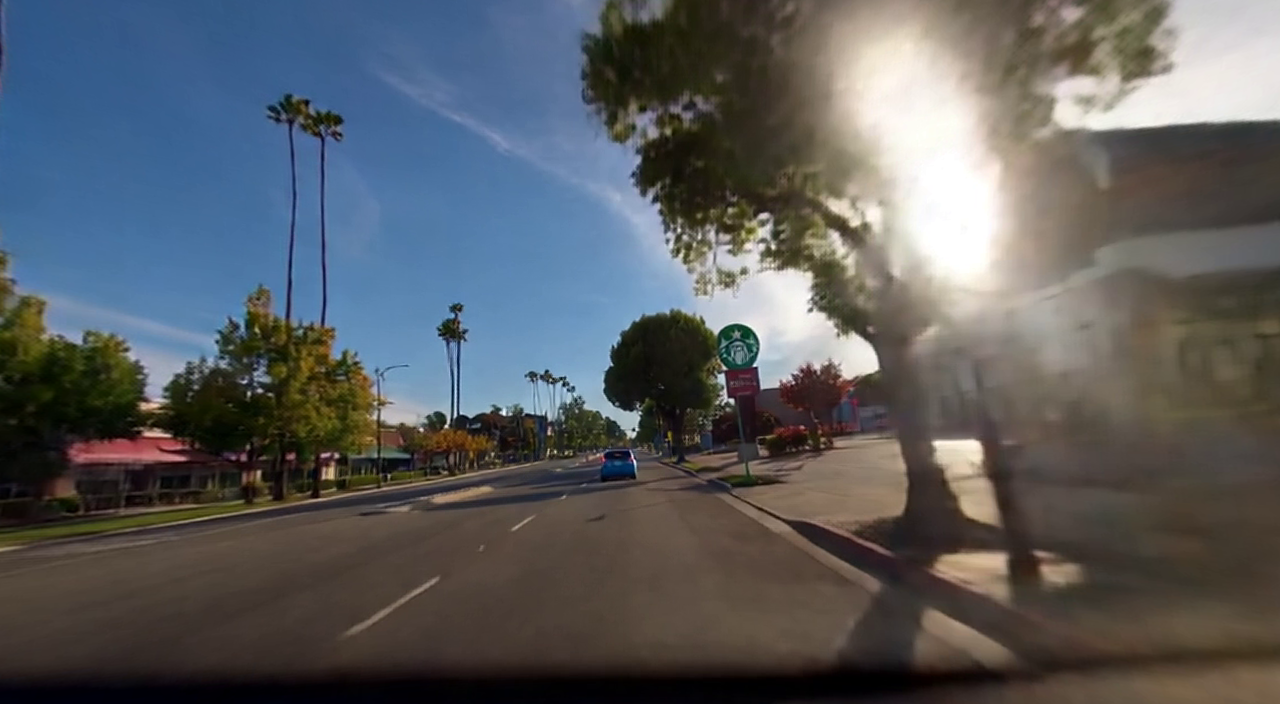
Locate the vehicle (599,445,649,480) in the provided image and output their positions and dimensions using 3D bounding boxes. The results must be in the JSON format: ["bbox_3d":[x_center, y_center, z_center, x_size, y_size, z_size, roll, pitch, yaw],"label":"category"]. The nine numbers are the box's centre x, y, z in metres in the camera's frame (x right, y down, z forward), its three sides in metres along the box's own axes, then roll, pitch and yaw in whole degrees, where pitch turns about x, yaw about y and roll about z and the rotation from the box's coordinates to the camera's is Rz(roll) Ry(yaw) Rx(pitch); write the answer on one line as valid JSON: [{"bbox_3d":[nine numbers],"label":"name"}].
[{"bbox_3d":[-0.691,5.107,29.503,2.156,1.462,4.495,0,-8,0],"label":"vehicle"}]

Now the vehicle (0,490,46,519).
[{"bbox_3d":[-43.491,10.631,44.158,2.106,1.639,4.127,6,-10,-34],"label":"vehicle"}]
